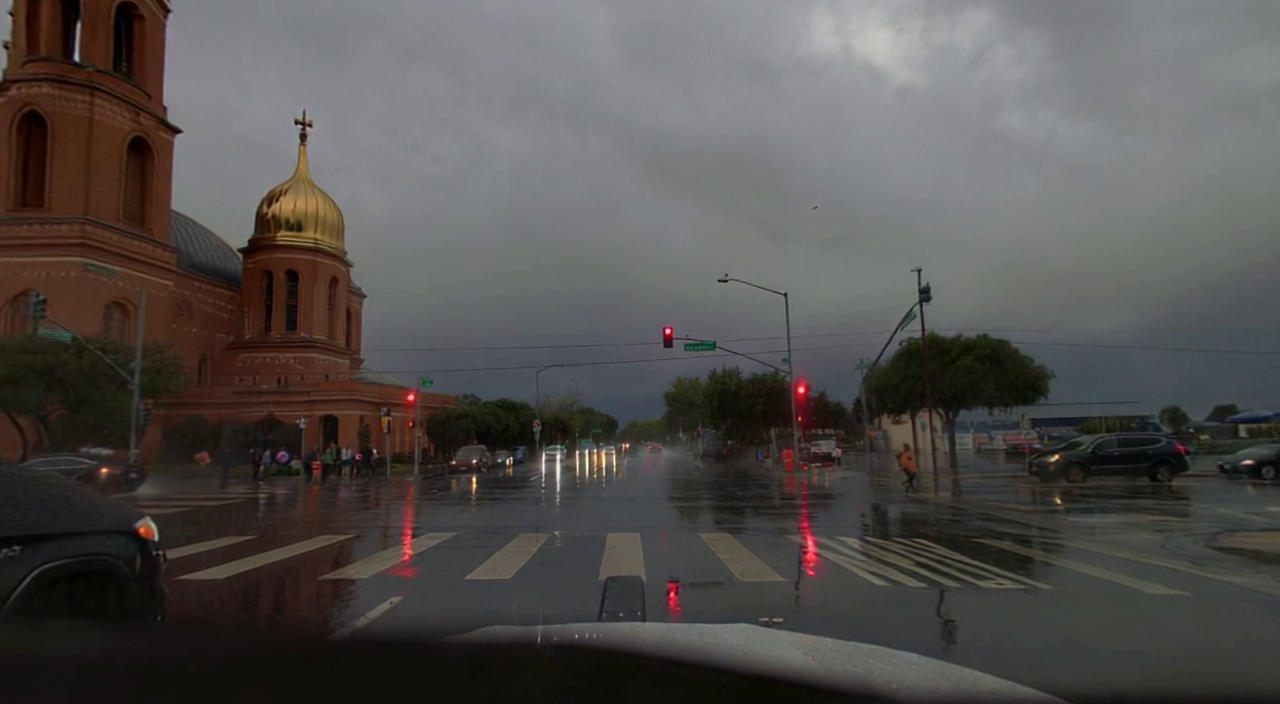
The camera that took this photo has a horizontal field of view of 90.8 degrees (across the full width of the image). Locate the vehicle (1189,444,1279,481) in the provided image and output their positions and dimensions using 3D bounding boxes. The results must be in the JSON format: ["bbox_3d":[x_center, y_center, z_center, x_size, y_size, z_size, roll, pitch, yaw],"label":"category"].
[{"bbox_3d":[26.361,4.653,26.676,4.561,1.475,1.850,0,-8,0],"label":"vehicle"}]

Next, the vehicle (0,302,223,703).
[{"bbox_3d":[-3.882,0.575,1.144,2.251,2.009,5.688,0,-8,1],"label":"vehicle"}]

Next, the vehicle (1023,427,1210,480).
[{"bbox_3d":[19.860,4.255,26.578,5.852,2.057,2.361,0,-8,0],"label":"vehicle"}]

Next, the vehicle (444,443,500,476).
[{"bbox_3d":[-10.258,6.581,38.961,2.076,1.876,4.669,0,-8,1],"label":"vehicle"}]

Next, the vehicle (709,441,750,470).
[{"bbox_3d":[5.806,6.794,41.514,1.969,1.776,4.329,0,-8,-2],"label":"vehicle"}]
